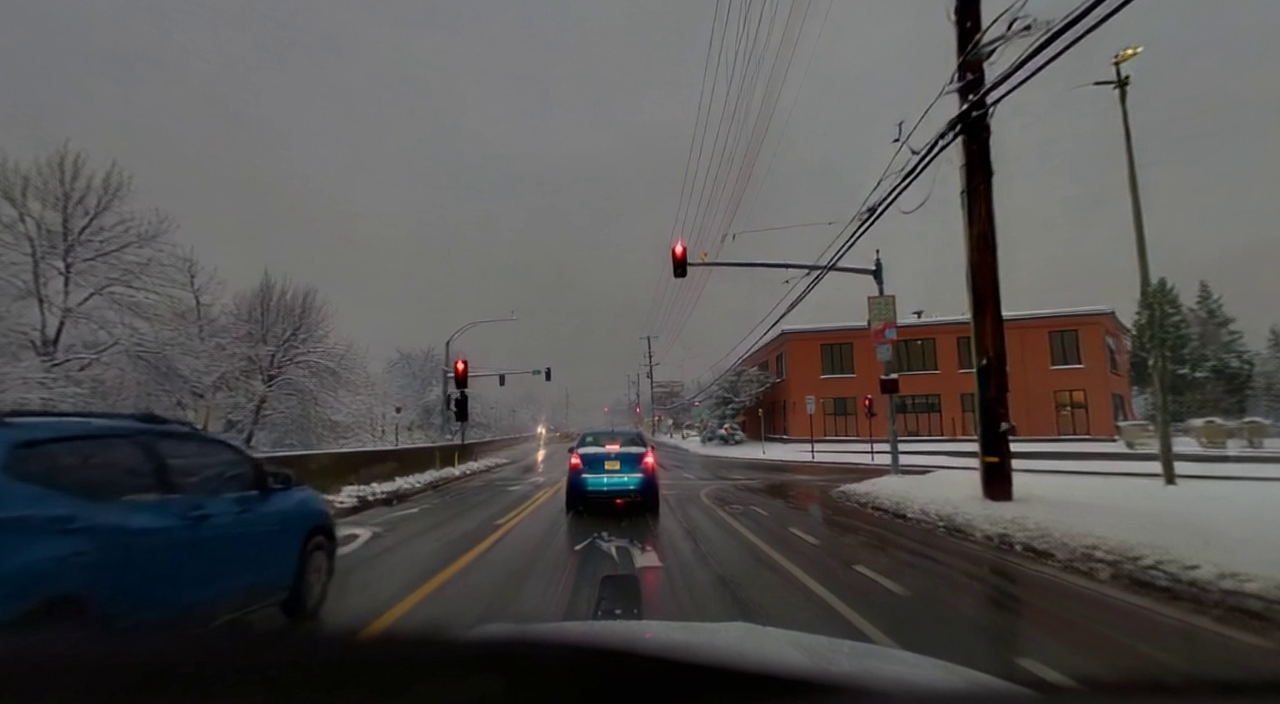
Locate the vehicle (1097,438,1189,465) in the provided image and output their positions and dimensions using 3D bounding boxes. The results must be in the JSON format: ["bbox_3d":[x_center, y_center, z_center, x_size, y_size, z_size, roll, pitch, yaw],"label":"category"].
[{"bbox_3d":[27.886,5.492,35.037,1.635,1.433,3.558,4,-9,-30],"label":"vehicle"}]

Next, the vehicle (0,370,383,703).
[{"bbox_3d":[-3.415,1.035,3.606,2.097,1.573,4.284,0,-8,-1],"label":"vehicle"}]

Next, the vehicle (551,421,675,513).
[{"bbox_3d":[-0.489,2.237,12.743,2.123,1.566,3.662,0,-8,-1],"label":"vehicle"}]
